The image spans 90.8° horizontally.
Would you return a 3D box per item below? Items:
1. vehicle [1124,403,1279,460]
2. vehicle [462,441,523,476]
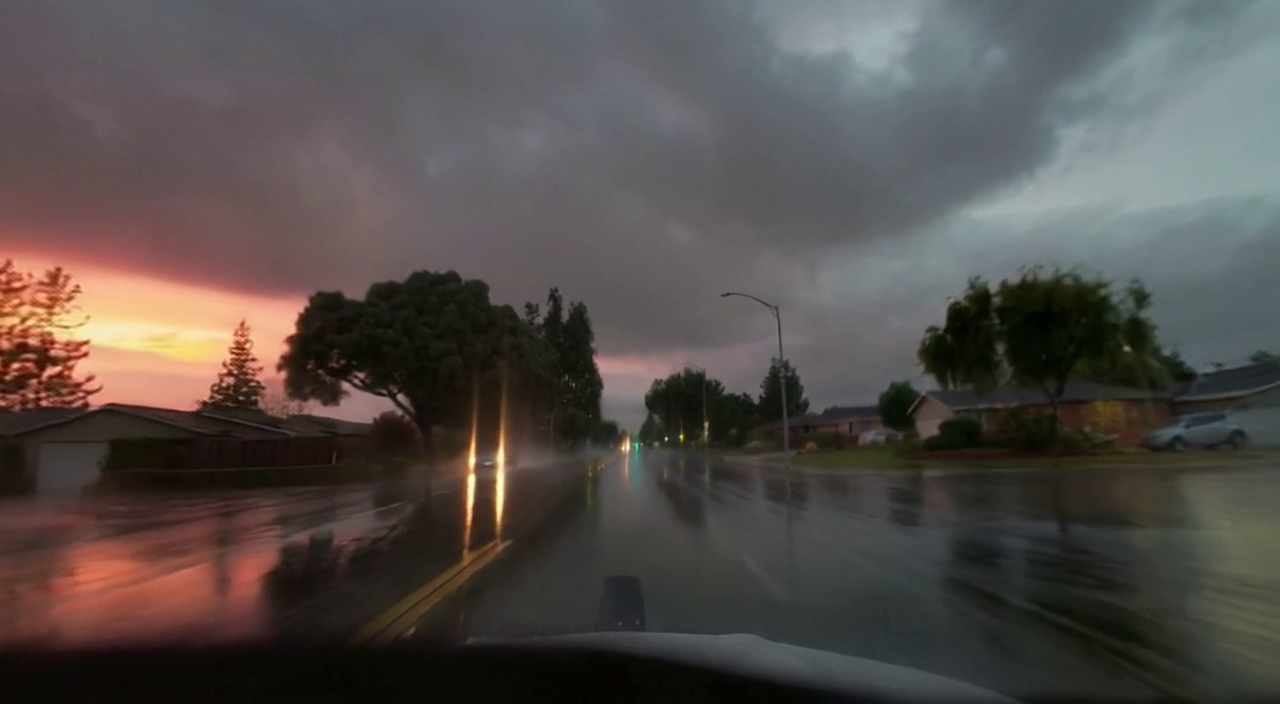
[{"bbox_3d":[28.547,4.074,32.182,5.564,2.741,2.347,-1,-8,4],"label":"vehicle"},{"bbox_3d":[-7.517,5.459,32.668,2.130,1.635,4.505,0,-8,-1],"label":"vehicle"}]
